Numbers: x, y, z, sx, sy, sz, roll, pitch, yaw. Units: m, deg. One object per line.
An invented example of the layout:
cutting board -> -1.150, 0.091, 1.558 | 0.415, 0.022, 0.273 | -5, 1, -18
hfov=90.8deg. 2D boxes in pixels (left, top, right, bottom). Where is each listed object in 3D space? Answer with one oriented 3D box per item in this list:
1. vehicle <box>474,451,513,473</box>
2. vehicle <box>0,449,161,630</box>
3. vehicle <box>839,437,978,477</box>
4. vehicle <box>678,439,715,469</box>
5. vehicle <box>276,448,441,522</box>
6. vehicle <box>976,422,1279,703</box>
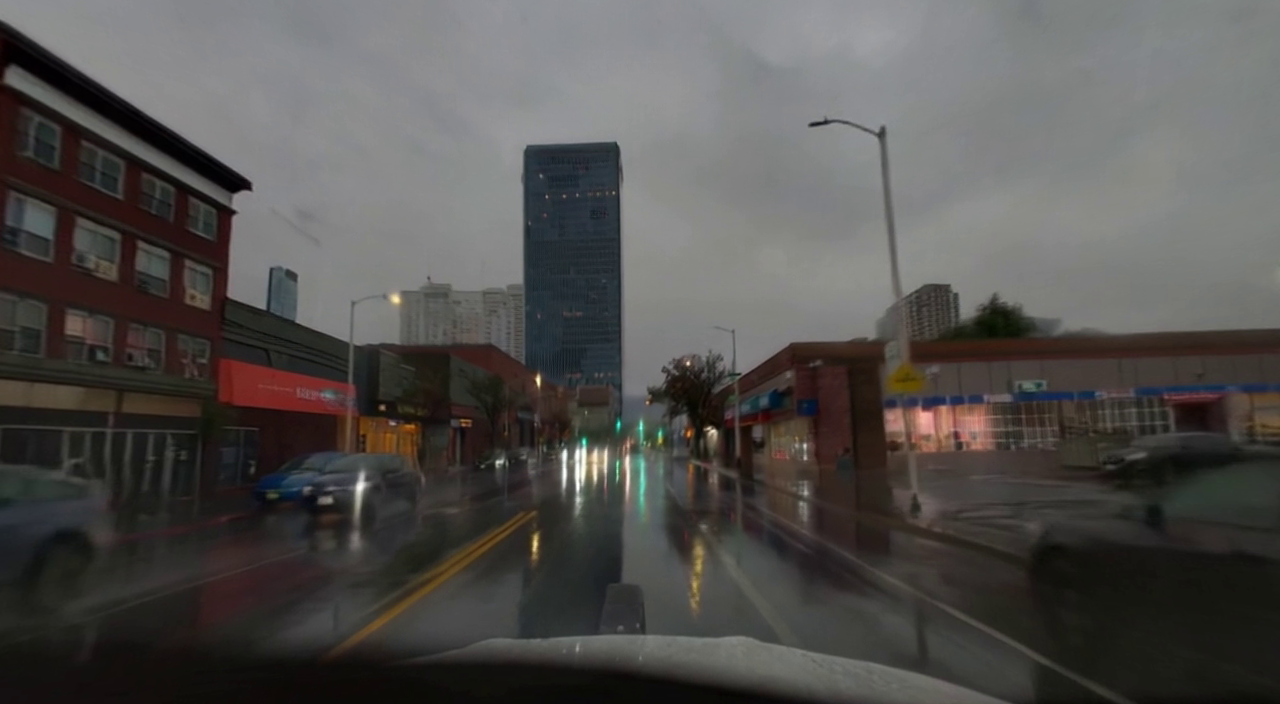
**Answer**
vehicle -> -11.275, 8.468, 49.000 | 2.018, 1.553, 4.407 | 0, -8, -1
vehicle -> -6.355, 1.478, 4.578 | 1.993, 1.484, 4.812 | 0, -8, 0
vehicle -> 10.594, 4.149, 25.154 | 4.611, 1.494, 1.982 | 0, -8, -4
vehicle -> 3.590, 6.573, 40.960 | 2.118, 1.779, 5.121 | 0, -8, 2
vehicle -> -6.599, 3.129, 15.520 | 1.962, 1.475, 4.580 | 0, -8, 0
vehicle -> 3.721, 1.037, 2.655 | 1.937, 1.481, 4.760 | 0, -8, -1
